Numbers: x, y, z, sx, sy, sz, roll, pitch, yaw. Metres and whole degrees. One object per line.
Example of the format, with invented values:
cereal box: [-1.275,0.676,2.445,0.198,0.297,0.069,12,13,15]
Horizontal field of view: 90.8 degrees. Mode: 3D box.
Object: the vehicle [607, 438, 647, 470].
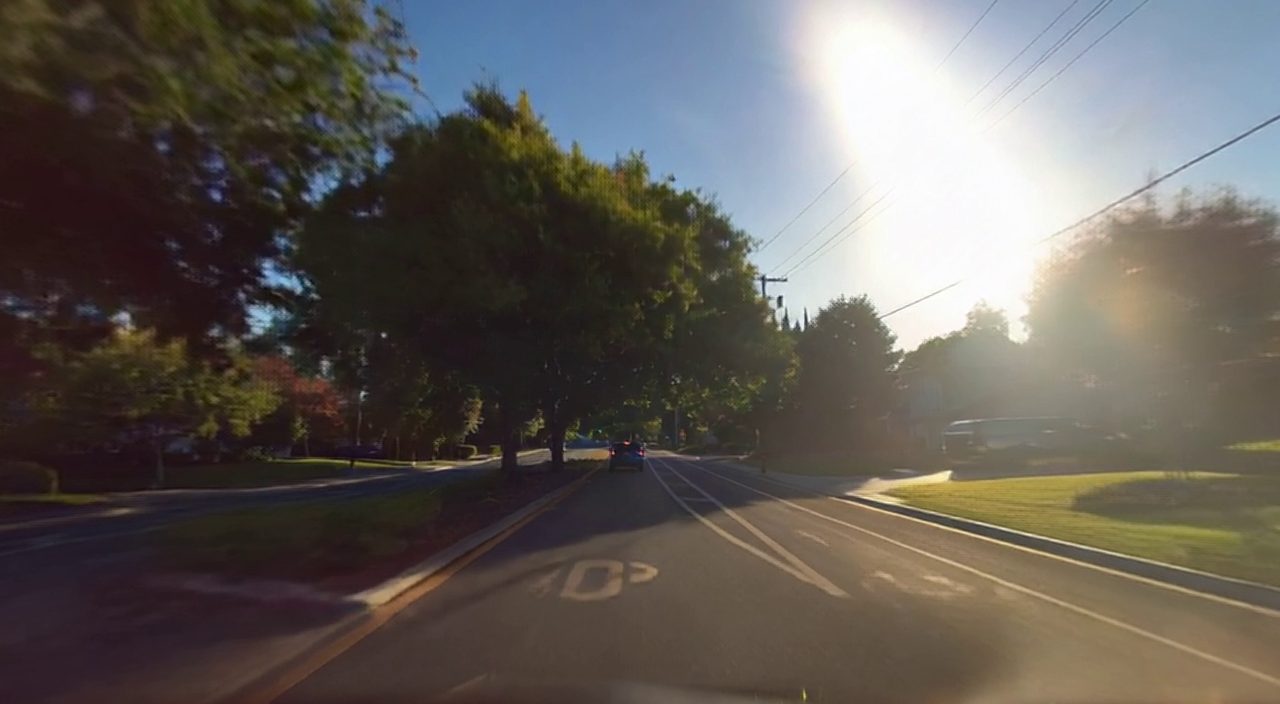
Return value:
vehicle: [-0.718,5.745,35.812,2.139,1.699,3.916,0,-8,-1]
